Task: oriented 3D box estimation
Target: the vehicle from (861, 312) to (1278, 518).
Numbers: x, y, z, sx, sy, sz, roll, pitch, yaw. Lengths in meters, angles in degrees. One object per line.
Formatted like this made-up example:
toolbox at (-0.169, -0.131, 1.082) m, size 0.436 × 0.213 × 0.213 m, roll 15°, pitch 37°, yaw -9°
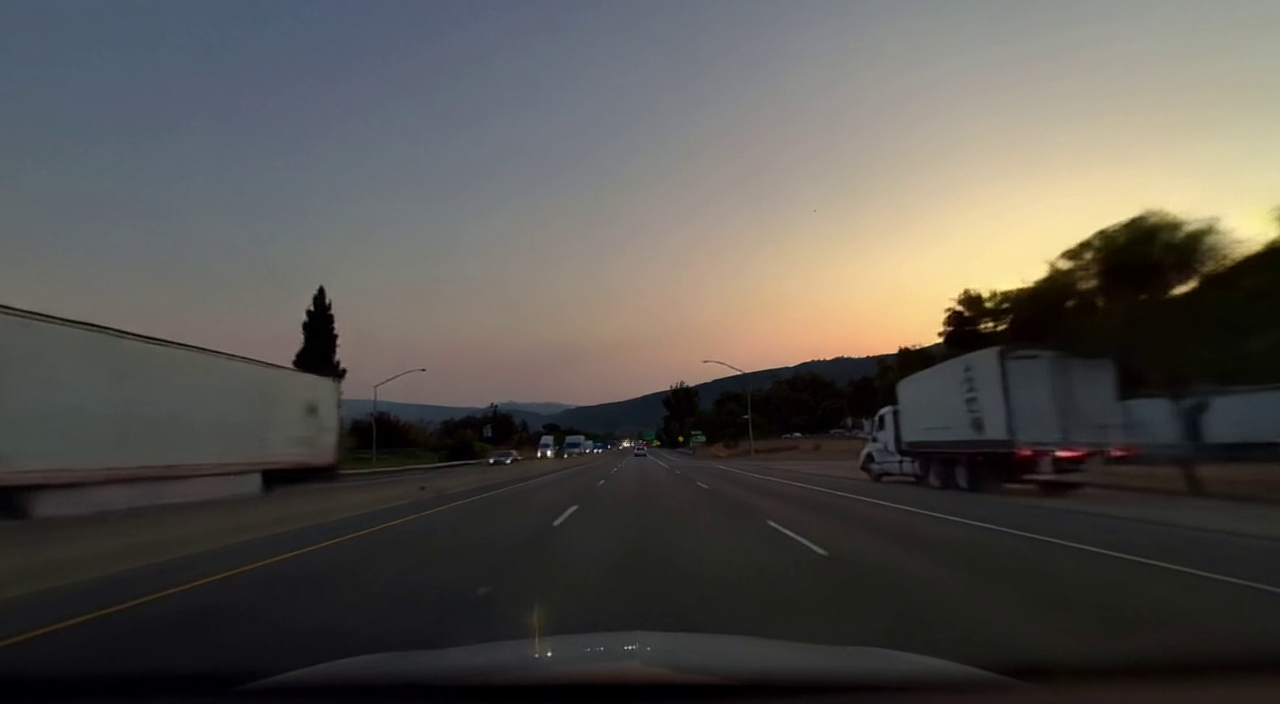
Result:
vehicle at (10.888, 2.260, 19.359) m, size 2.911 × 4.067 × 13.916 m, roll 0°, pitch -9°, yaw 0°

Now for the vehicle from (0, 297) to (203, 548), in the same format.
vehicle at (-11.490, 0.941, 8.701) m, size 3.029 × 3.881 × 10.922 m, roll 0°, pitch -9°, yaw -1°
